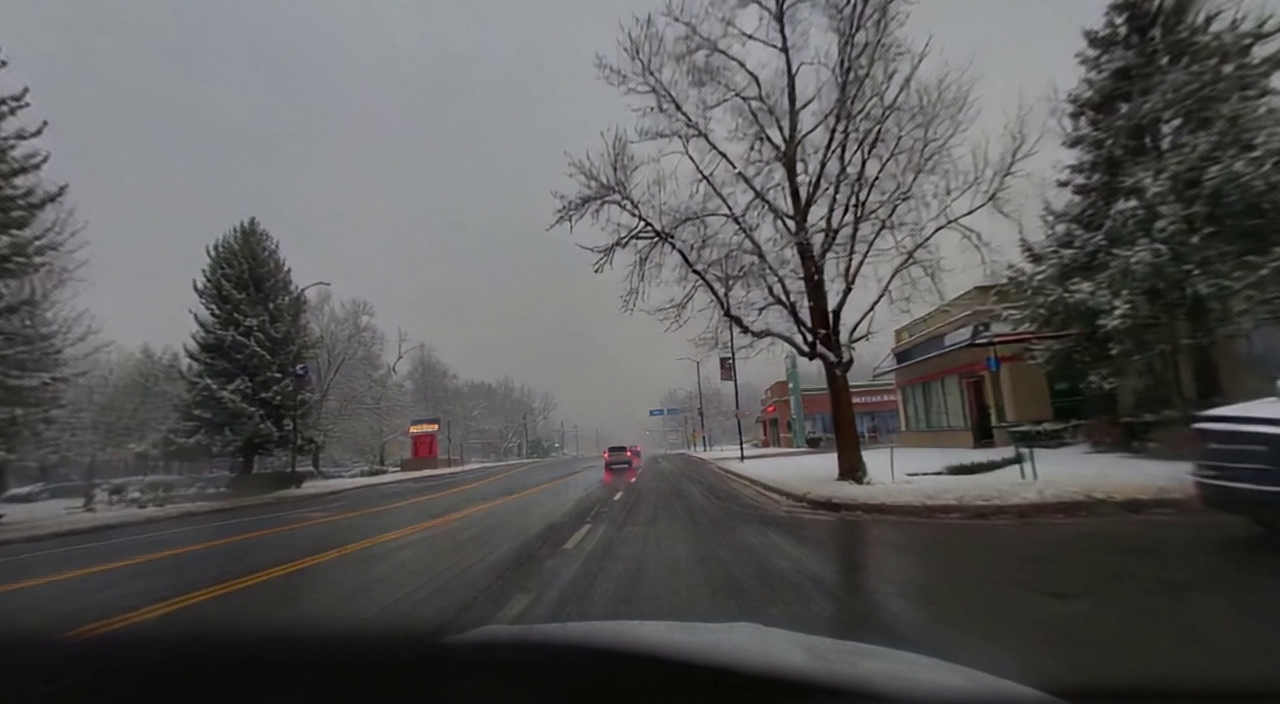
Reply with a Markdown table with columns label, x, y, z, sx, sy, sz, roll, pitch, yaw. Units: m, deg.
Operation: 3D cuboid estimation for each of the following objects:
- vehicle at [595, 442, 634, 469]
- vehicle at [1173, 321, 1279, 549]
| label | x | y | z | sx | sy | sz | roll | pitch | yaw |
| --- | --- | --- | --- | --- | --- | --- | --- | --- | --- |
| vehicle | -1.656 | 6.939 | 42.461 | 2.235 | 1.719 | 4.292 | -1 | -8 | 2 |
| vehicle | 7.875 | 0.639 | 4.907 | 5.276 | 1.850 | 2.173 | -1 | -9 | 3 |
